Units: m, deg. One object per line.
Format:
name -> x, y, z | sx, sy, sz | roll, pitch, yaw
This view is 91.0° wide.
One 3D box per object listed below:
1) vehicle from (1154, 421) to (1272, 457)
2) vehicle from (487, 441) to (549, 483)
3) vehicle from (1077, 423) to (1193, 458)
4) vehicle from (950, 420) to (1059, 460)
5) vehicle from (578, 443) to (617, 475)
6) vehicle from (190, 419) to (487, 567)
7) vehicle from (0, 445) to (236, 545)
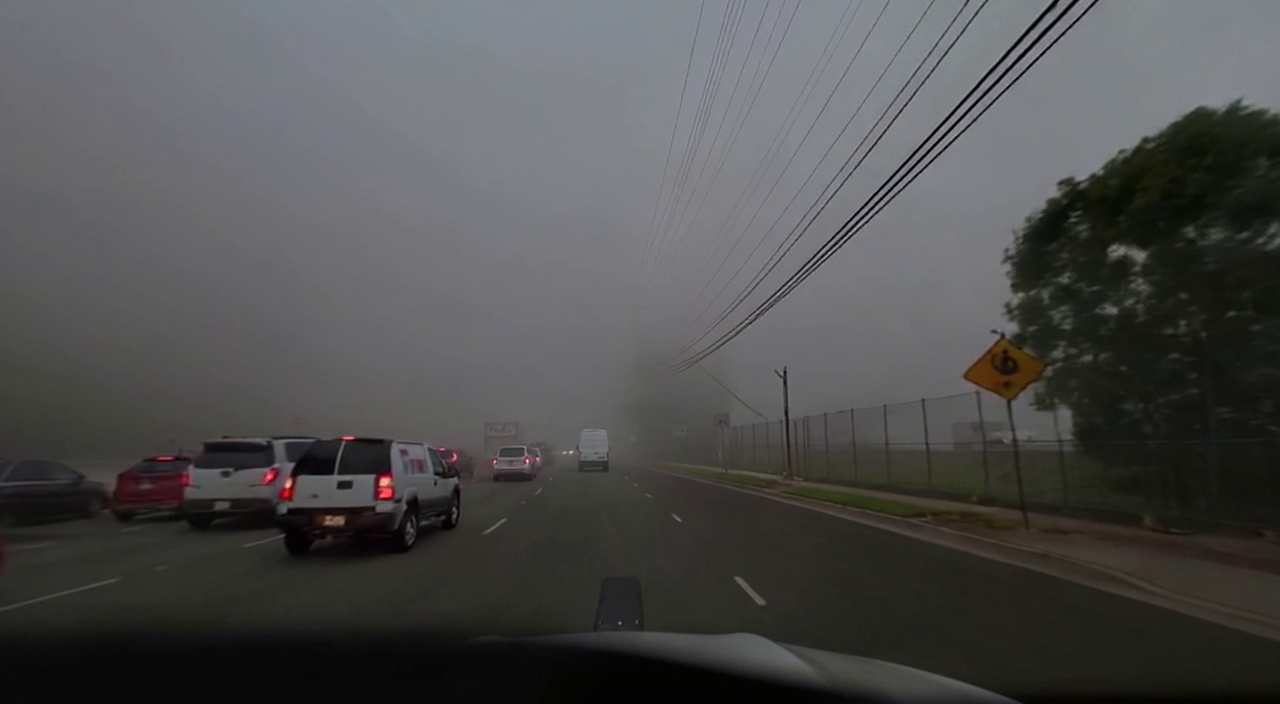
vehicle -> 37.896, 5.767, 41.750 | 5.472, 2.276, 2.302 | 0, -8, 0
vehicle -> -5.283, 4.824, 27.971 | 2.057, 1.673, 4.934 | 1, -8, -4
vehicle -> 30.669, 5.508, 39.069 | 5.535, 2.130, 2.145 | 1, -9, -6
vehicle -> 28.727, 6.951, 49.765 | 7.011, 3.014, 2.594 | 1, -9, -4
vehicle -> -2.400, 5.956, 35.440 | 2.055, 1.671, 4.147 | 1, -8, -5
vehicle -> -4.079, 1.989, 9.735 | 2.388, 1.692, 4.684 | 0, -8, -2
vehicle -> -10.952, 2.771, 12.928 | 2.037, 1.455, 5.174 | -3, -7, -2
